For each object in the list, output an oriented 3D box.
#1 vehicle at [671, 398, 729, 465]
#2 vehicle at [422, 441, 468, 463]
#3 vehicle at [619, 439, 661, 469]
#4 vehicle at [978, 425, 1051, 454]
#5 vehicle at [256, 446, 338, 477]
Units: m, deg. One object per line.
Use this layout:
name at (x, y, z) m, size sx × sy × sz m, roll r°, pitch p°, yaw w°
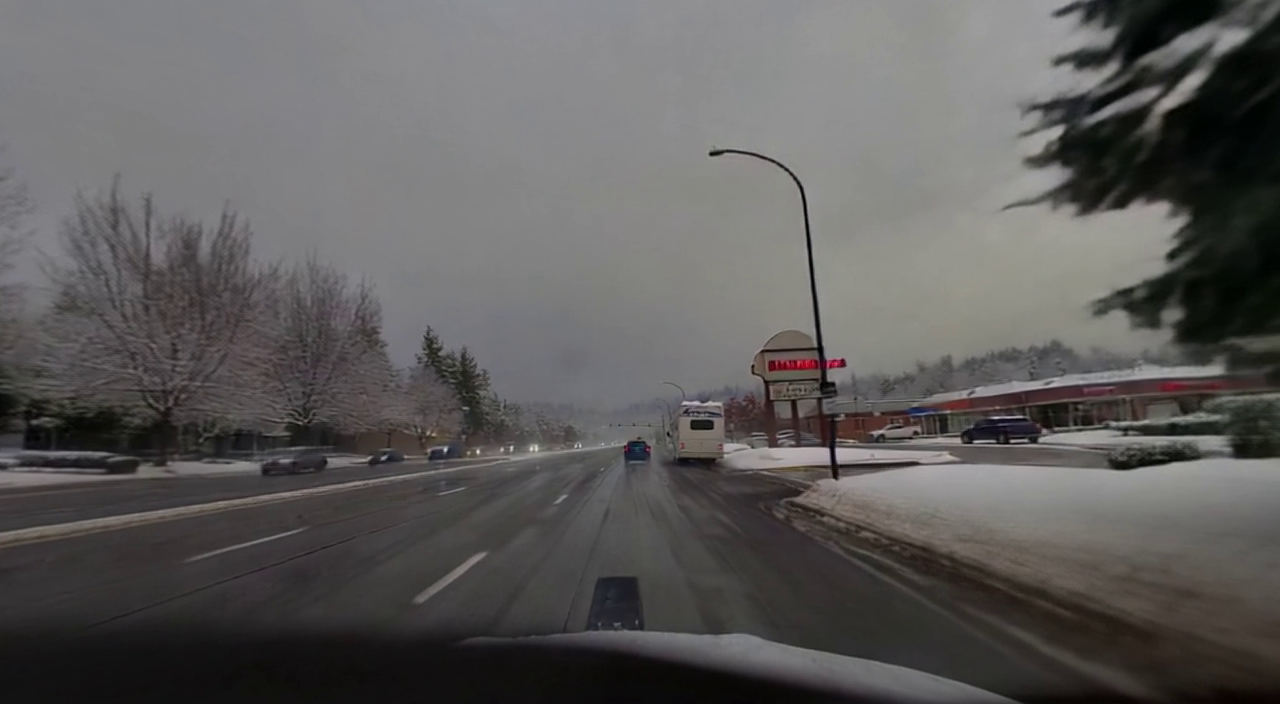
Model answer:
vehicle at (3.768, 5.358, 41.682) m, size 2.896 × 3.921 × 8.415 m, roll 0°, pitch -9°, yaw -1°
vehicle at (-14.970, 7.700, 48.681) m, size 1.983 × 1.630 × 4.568 m, roll 0°, pitch -9°, yaw 2°
vehicle at (-0.051, 5.608, 34.730) m, size 2.103 × 1.506 × 4.742 m, roll 0°, pitch -9°, yaw -1°
vehicle at (24.348, 5.656, 41.072) m, size 4.430 × 1.659 × 1.905 m, roll 2°, pitch -8°, yaw -28°
vehicle at (-18.281, 5.850, 33.952) m, size 1.832 × 1.528 × 4.603 m, roll 0°, pitch -9°, yaw -1°
